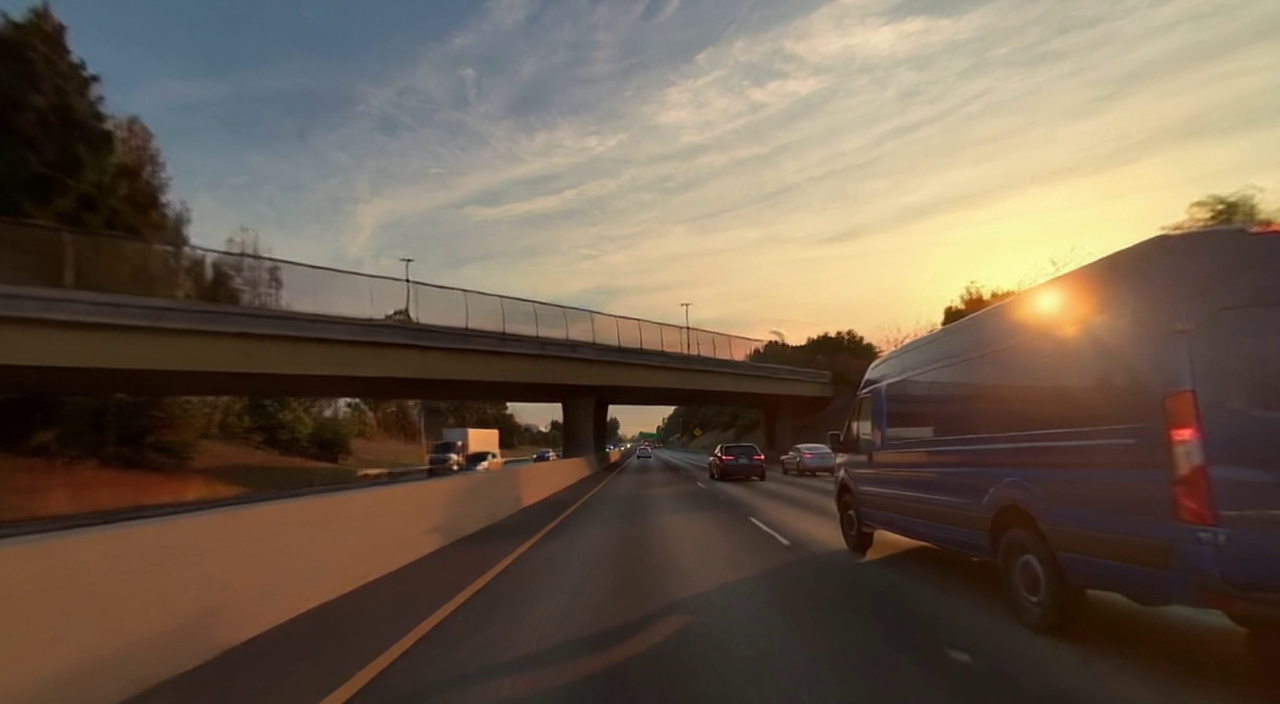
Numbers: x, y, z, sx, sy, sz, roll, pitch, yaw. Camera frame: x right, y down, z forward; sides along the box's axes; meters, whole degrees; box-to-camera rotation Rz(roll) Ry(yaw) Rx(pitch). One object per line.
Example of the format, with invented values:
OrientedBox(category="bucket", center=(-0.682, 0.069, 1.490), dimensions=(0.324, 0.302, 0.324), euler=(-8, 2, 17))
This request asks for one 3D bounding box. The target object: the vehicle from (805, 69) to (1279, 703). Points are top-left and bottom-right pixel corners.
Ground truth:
OrientedBox(category="vehicle", center=(3.830, 0.730, 6.204), dimensions=(2.460, 3.155, 6.902), euler=(0, -9, 0))

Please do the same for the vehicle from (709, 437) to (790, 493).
OrientedBox(category="vehicle", center=(3.681, 3.898, 22.030), dimensions=(2.009, 1.731, 4.149), euler=(0, -9, -1))

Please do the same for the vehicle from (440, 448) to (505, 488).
OrientedBox(category="vehicle", center=(-7.564, 5.270, 28.900), dimensions=(1.828, 1.681, 3.860), euler=(0, -9, 1))
